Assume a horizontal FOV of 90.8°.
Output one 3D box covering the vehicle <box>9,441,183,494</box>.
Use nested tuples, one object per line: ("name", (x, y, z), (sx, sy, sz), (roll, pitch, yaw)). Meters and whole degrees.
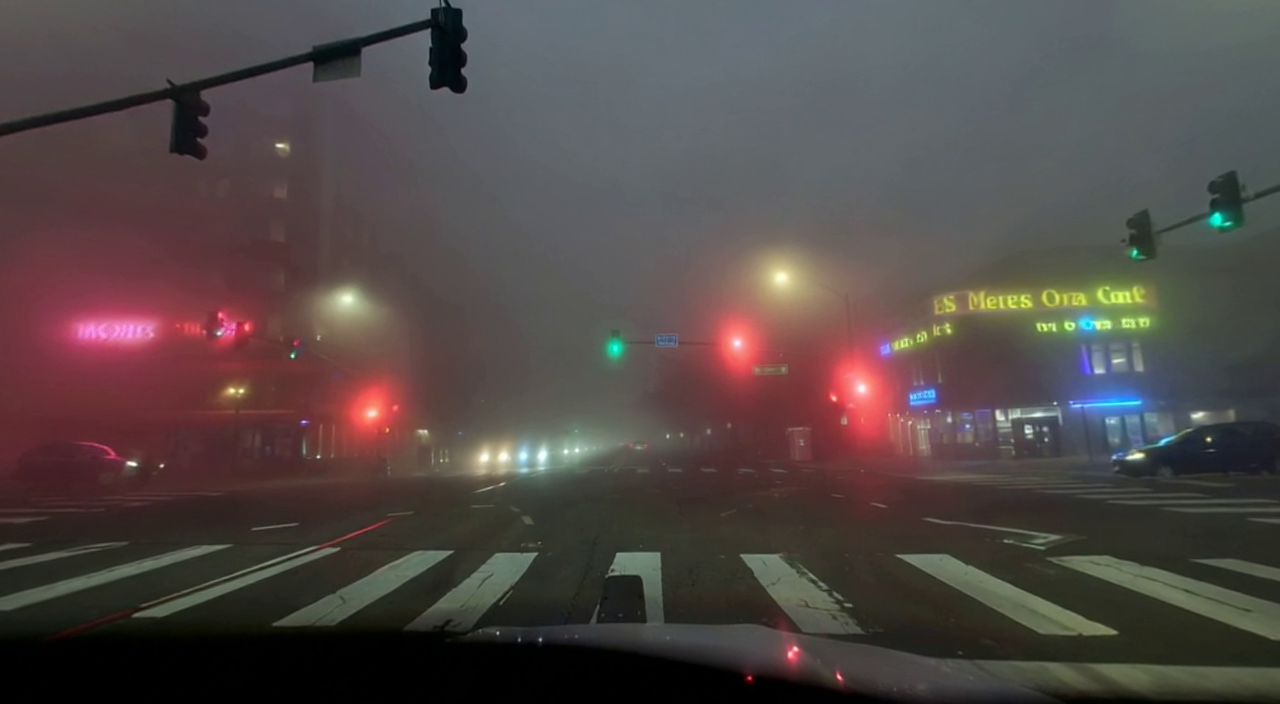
("vehicle", (-21.160, 4.473, 24.698), (5.161, 1.910, 2.275), (-2, -9, 11))

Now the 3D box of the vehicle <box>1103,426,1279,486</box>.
("vehicle", (15.418, 2.740, 16.698), (4.651, 1.463, 1.880), (-2, -9, 8))

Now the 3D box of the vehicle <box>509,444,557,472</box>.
("vehicle", (-6.808, 6.774, 40.665), (2.181, 1.703, 4.512), (-1, -8, 2))

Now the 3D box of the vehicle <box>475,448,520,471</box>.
("vehicle", (-9.850, 7.446, 44.035), (2.106, 1.505, 4.228), (0, -8, 0))
